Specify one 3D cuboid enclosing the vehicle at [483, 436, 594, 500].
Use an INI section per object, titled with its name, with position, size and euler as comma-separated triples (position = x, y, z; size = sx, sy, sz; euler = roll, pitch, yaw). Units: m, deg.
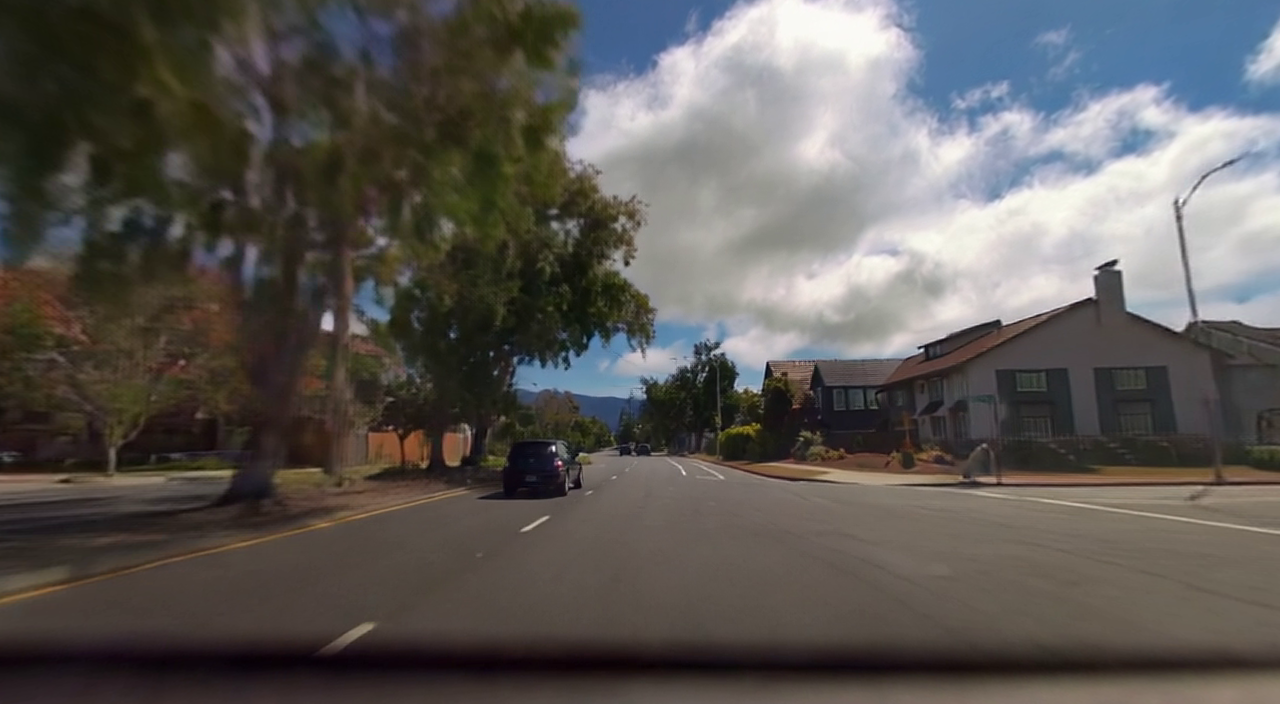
[vehicle]
position = -2.573, 3.100, 17.296
size = 2.075, 1.498, 4.730
euler = 0, -9, 2
